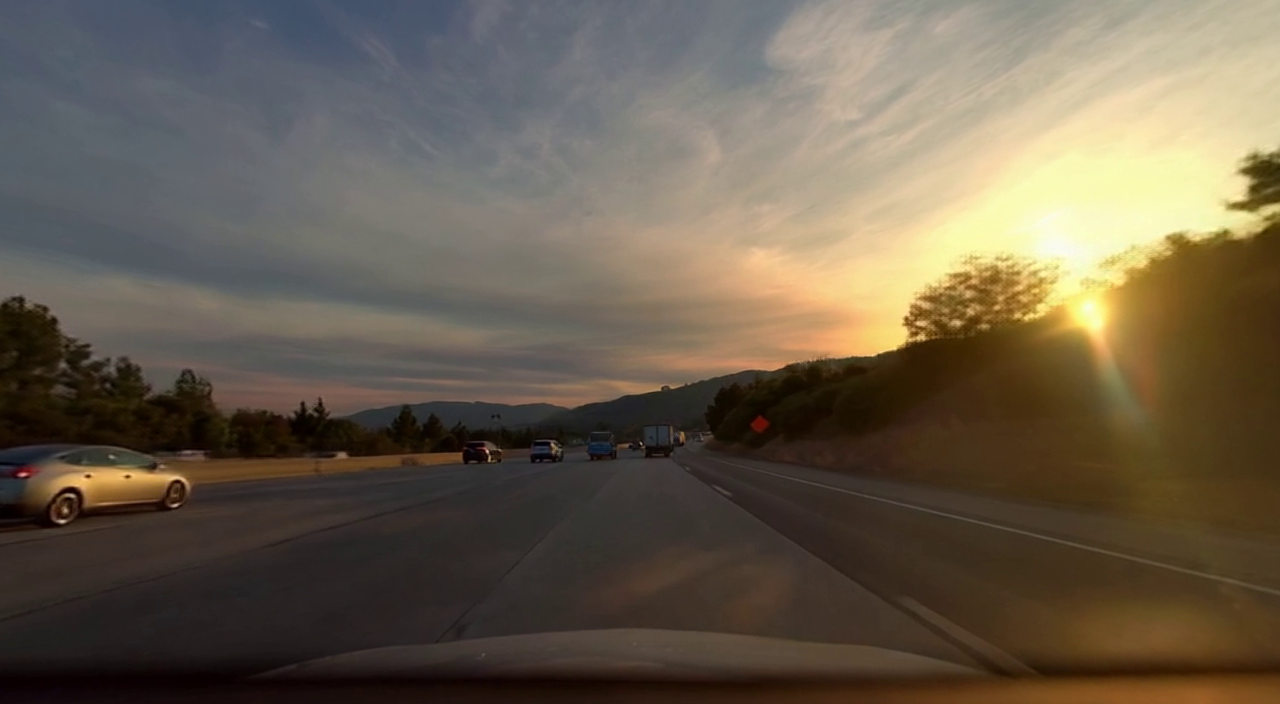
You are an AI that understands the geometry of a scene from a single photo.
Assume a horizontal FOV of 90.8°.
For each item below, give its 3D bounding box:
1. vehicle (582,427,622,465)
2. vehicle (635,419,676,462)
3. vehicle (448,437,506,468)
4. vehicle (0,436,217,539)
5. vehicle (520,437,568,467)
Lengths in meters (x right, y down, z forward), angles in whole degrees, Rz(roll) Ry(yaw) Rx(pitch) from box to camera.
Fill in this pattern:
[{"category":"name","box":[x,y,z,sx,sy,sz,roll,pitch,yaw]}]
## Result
[{"category":"vehicle","box":[-2.685,6.772,45.522,2.328,2.519,5.238,-1,-8,2]},{"category":"vehicle","box":[1.101,6.440,46.061,2.768,2.854,6.757,0,-8,1]},{"category":"vehicle","box":[-10.038,6.257,39.398,2.080,1.777,5.450,0,-8,2]},{"category":"vehicle","box":[-10.150,2.274,11.274,1.952,1.457,4.689,0,-8,0]},{"category":"vehicle","box":[-6.245,6.592,41.741,2.206,1.838,4.889,-1,-8,3]}]
